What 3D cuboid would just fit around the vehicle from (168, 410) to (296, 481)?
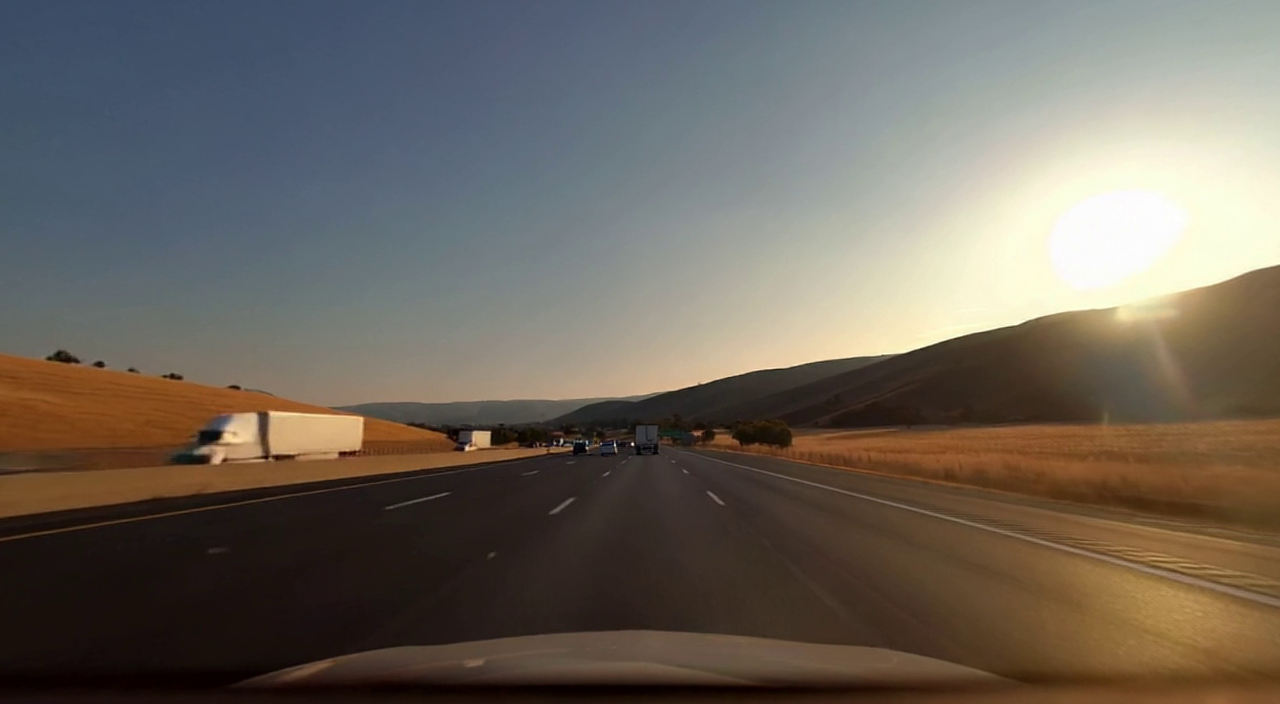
[{"bbox_3d":[-24.755,5.740,38.853,3.008,3.898,7.060,0,-8,0],"label":"vehicle"}]
